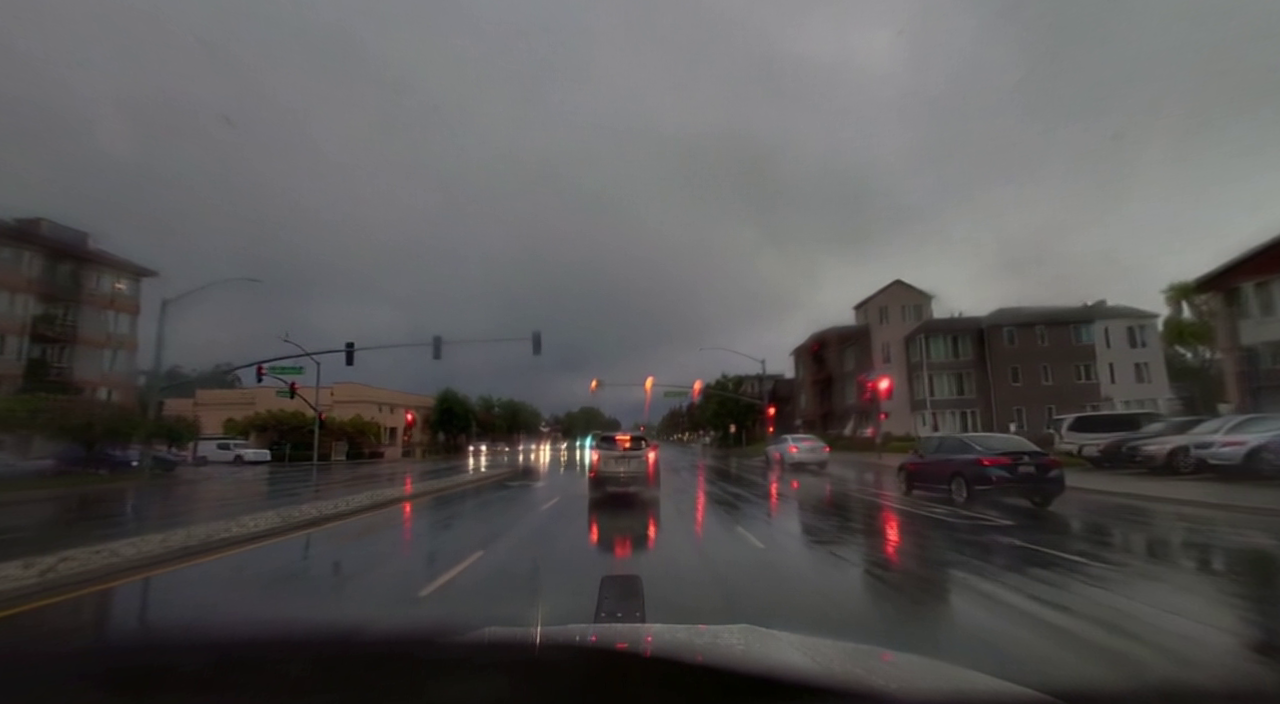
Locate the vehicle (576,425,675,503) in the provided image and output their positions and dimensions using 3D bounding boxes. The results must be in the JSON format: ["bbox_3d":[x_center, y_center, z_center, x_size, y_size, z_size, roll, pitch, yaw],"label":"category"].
[{"bbox_3d":[-0.299,2.605,15.031,2.032,1.593,3.896,0,-9,0],"label":"vehicle"}]

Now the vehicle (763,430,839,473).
[{"bbox_3d":[6.513,4.108,26.105,1.963,1.611,4.359,0,-9,-1],"label":"vehicle"}]

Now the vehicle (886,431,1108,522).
[{"bbox_3d":[6.453,2.281,12.095,1.768,1.417,4.213,0,-9,0],"label":"vehicle"}]
